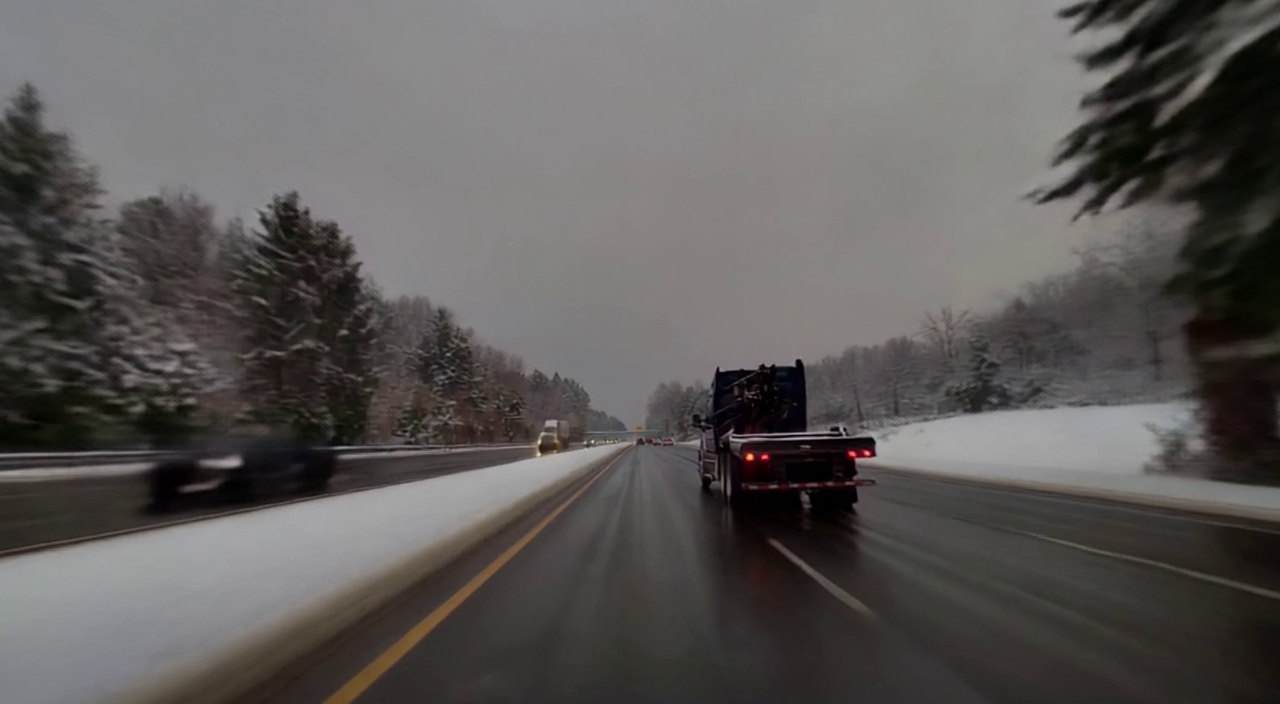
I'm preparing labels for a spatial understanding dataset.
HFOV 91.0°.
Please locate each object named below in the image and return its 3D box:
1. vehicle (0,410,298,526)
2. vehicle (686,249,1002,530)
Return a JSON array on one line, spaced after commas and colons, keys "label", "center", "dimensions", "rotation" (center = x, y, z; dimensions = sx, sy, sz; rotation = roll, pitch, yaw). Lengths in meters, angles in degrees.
[{"label": "vehicle", "center": [-8.207, 1.894, 10.799], "dimensions": [1.986, 1.541, 4.670], "rotation": [0, -8, 1]}, {"label": "vehicle", "center": [3.570, 1.508, 16.572], "dimensions": [3.691, 4.331, 13.909], "rotation": [0, -8, 0]}]
